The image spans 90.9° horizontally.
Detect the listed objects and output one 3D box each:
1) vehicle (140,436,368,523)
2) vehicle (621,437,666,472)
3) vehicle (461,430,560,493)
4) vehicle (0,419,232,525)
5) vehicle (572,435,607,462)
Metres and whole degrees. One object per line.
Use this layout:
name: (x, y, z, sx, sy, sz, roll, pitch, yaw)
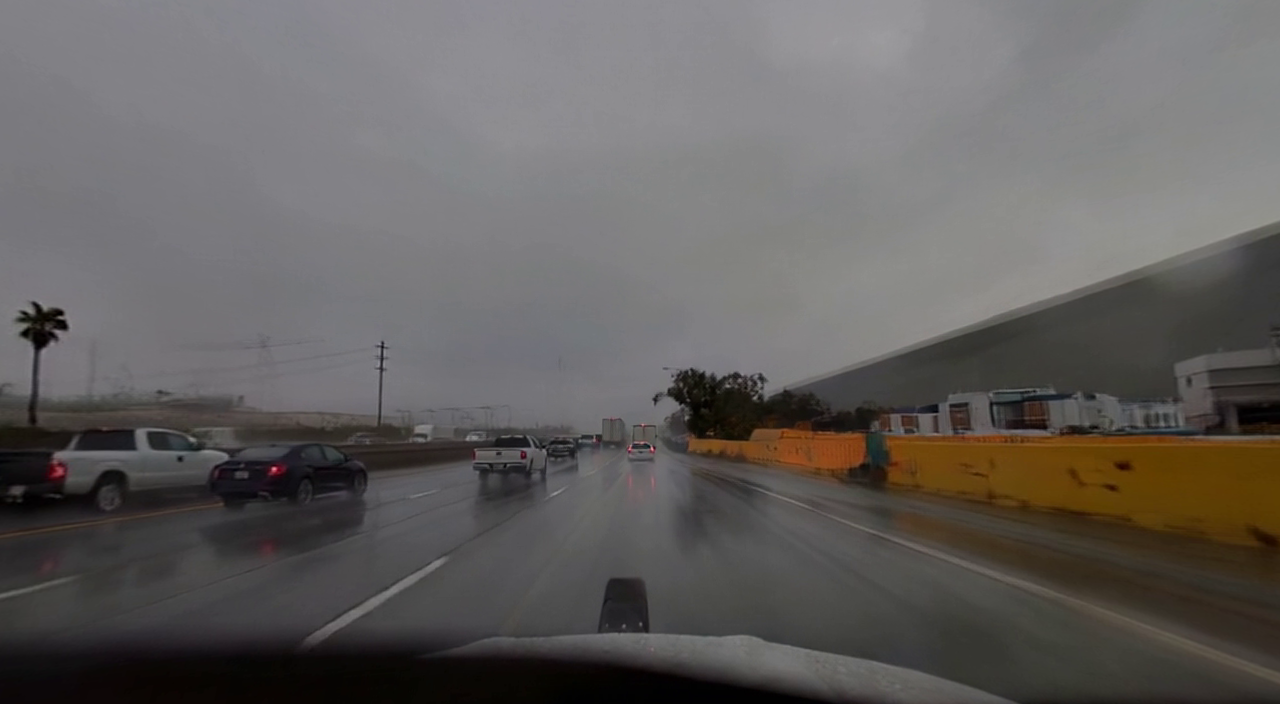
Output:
vehicle: (-7.645, 2.543, 13.165, 1.949, 1.476, 4.410, 0, -8, 0)
vehicle: (0.184, 5.207, 32.256, 2.136, 1.678, 4.052, 0, -8, 0)
vehicle: (-3.942, 3.408, 20.052, 2.108, 1.740, 4.549, 0, -8, 1)
vehicle: (-11.636, 2.487, 13.675, 2.077, 1.829, 5.101, 0, -8, 1)
vehicle: (-3.764, 7.351, 48.070, 2.203, 1.958, 4.848, -1, -8, 1)
